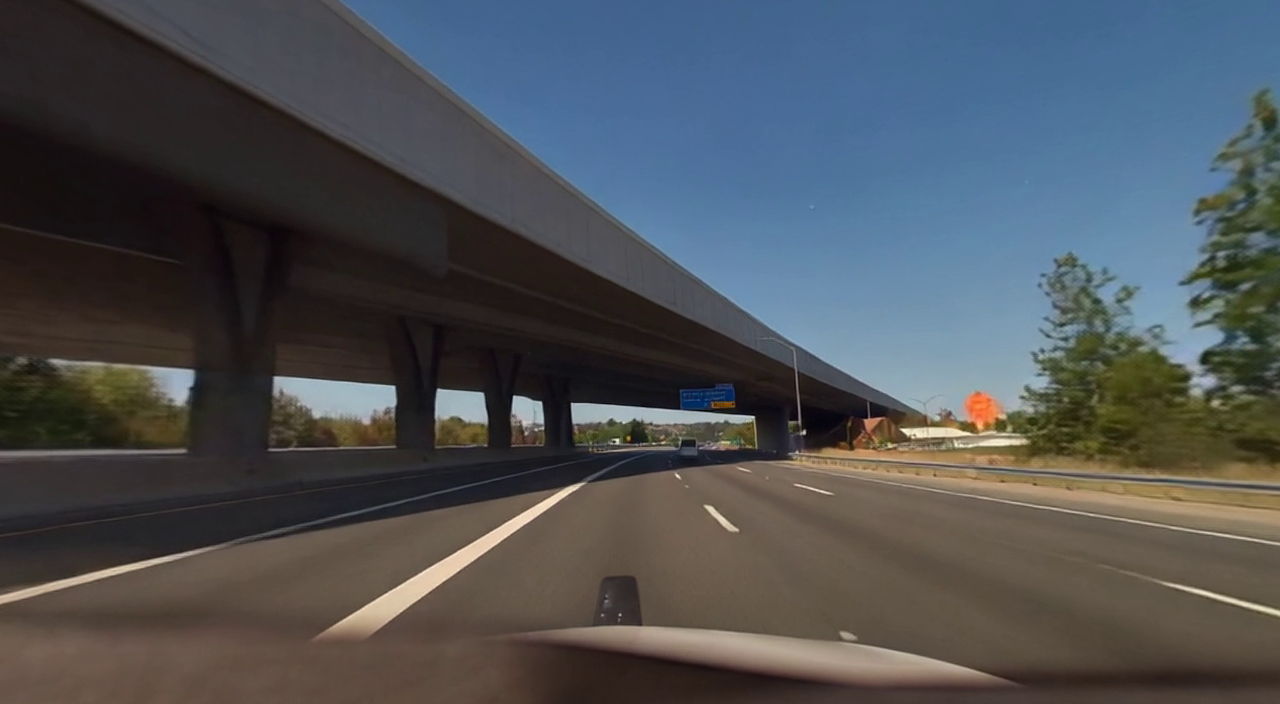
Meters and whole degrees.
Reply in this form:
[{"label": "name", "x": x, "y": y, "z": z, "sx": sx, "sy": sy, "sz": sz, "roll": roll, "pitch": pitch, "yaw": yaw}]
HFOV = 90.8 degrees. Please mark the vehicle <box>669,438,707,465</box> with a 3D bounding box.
[{"label": "vehicle", "x": 3.231, "y": 6.828, "z": 43.447, "sx": 2.224, "sy": 1.738, "sz": 4.376, "roll": 0, "pitch": -8, "yaw": 0}]
